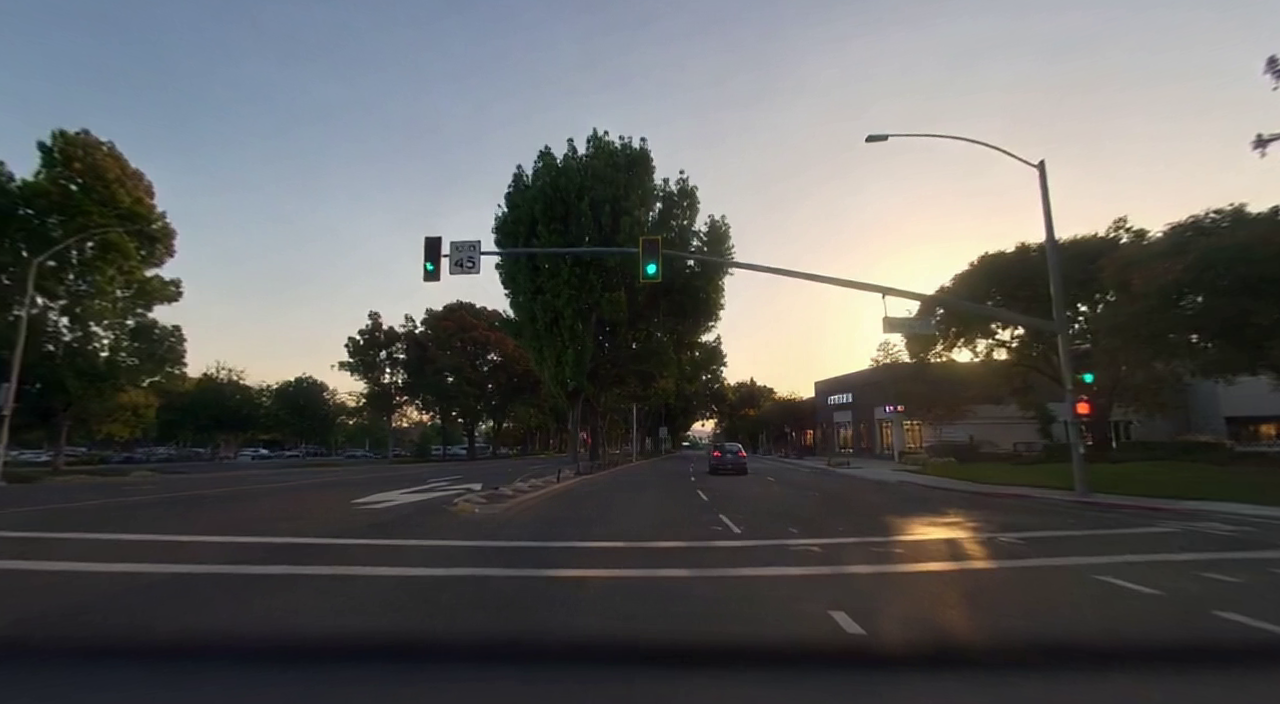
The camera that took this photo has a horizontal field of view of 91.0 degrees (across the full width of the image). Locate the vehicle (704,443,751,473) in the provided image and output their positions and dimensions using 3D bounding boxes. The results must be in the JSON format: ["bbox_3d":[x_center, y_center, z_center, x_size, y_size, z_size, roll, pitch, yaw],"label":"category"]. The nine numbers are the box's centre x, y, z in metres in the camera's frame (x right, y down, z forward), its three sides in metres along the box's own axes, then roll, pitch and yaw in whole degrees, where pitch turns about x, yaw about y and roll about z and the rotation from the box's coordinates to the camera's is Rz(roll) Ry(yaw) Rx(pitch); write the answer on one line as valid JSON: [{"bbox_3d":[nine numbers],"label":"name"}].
[{"bbox_3d":[4.666,5.748,34.307,2.015,1.479,4.444,0,-9,1],"label":"vehicle"}]
